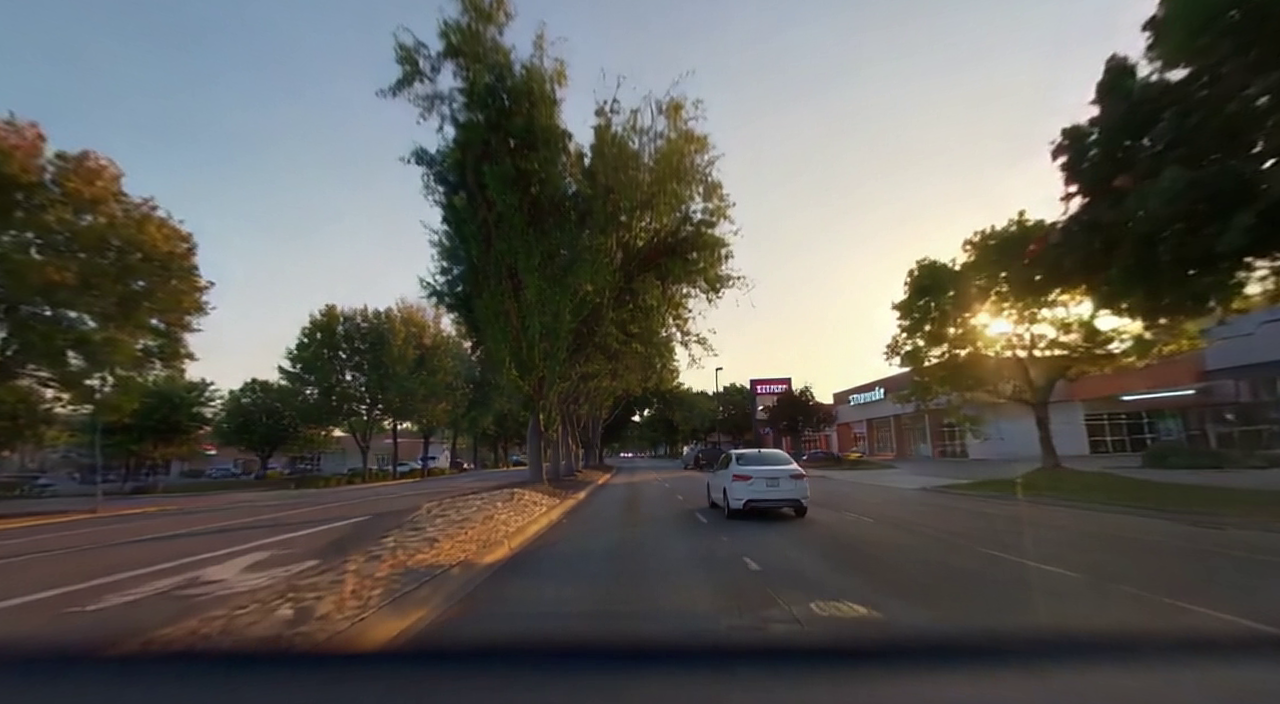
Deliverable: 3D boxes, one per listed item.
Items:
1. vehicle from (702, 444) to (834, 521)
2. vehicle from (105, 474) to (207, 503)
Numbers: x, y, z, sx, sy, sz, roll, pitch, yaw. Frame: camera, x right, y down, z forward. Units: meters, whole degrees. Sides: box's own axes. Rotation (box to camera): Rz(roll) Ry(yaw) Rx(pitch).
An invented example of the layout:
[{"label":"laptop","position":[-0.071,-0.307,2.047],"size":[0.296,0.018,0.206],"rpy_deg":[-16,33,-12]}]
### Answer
[{"label":"vehicle","position":[2.780,2.988,14.853],"size":[2.015,1.479,4.444],"rpy_deg":[0,-10,-2]},{"label":"vehicle","position":[-27.459,7.726,35.900],"size":[4.294,1.417,1.802],"rpy_deg":[5,-11,-29]}]
